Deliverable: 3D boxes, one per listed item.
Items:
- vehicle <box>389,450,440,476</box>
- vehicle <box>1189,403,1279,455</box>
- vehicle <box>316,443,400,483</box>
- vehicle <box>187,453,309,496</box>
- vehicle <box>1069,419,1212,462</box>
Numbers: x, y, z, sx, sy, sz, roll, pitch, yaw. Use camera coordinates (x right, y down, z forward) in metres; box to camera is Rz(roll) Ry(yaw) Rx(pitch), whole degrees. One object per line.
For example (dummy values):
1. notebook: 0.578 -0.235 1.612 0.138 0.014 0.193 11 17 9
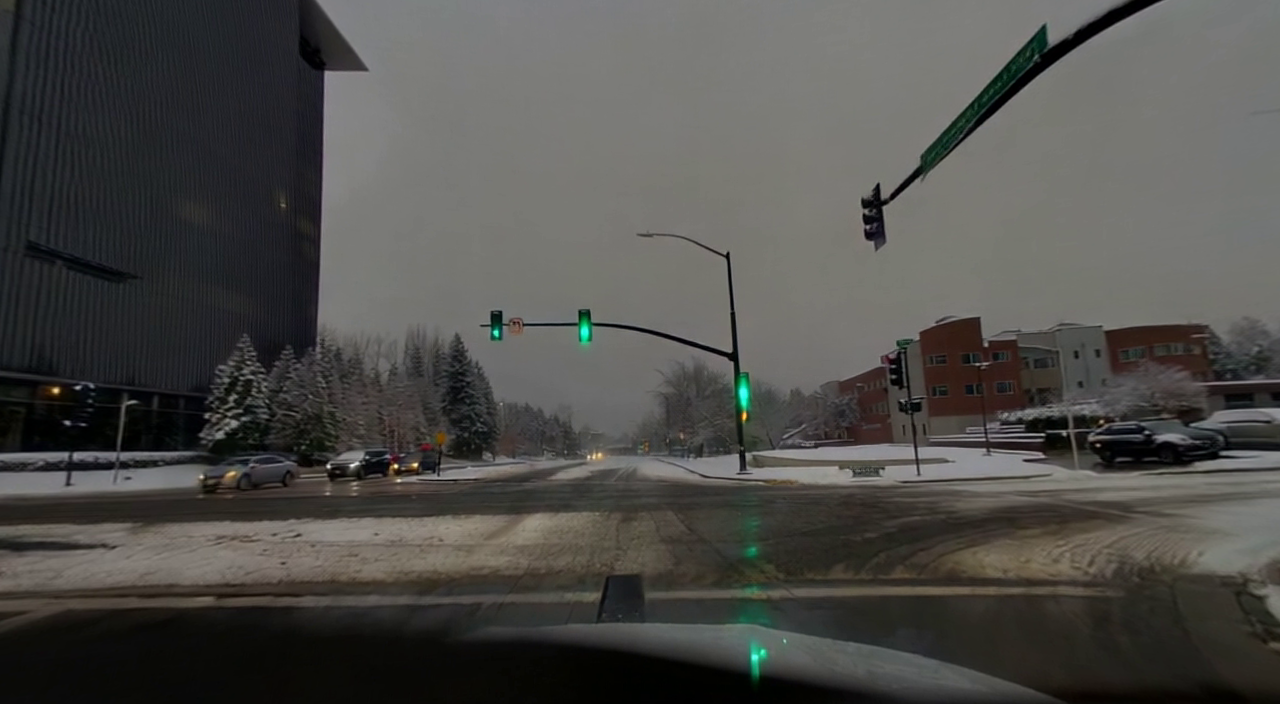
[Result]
1. vehicle: -15.133 7.450 42.439 1.932 1.605 4.146 0 -9 -1
2. vehicle: 24.404 2.944 24.069 2.109 1.836 5.080 -2 -10 -1
3. vehicle: -14.847 5.866 33.542 2.091 1.915 5.040 0 -9 0
4. vehicle: -14.935 4.654 24.335 1.790 1.437 4.349 0 -9 2
5. vehicle: 19.086 3.455 24.341 1.834 1.480 4.458 0 -9 -1
